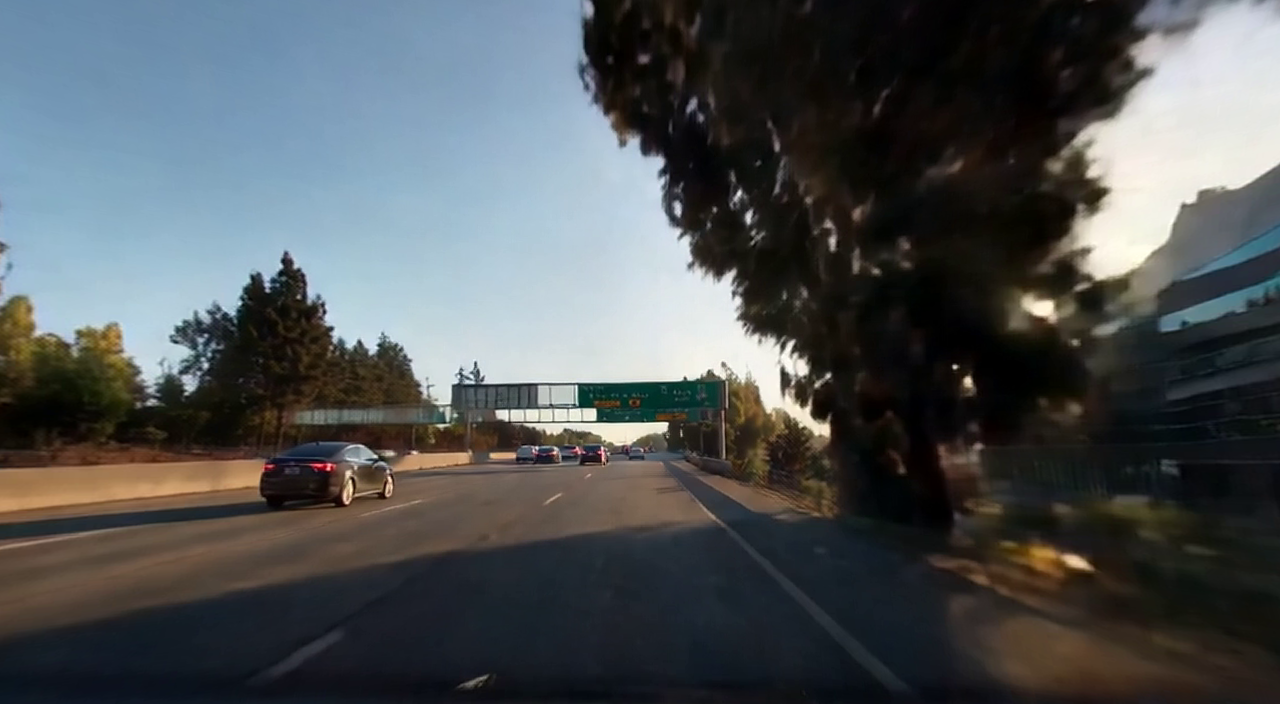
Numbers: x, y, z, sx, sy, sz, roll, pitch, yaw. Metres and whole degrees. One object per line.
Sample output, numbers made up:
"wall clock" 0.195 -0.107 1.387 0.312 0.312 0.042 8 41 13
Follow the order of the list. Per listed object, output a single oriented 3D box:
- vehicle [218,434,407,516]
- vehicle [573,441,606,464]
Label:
"vehicle" -7.565 2.864 15.219 2.071 1.661 4.540 0 -9 0
"vehicle" -3.922 7.889 49.478 2.158 1.717 4.375 0 -9 1
